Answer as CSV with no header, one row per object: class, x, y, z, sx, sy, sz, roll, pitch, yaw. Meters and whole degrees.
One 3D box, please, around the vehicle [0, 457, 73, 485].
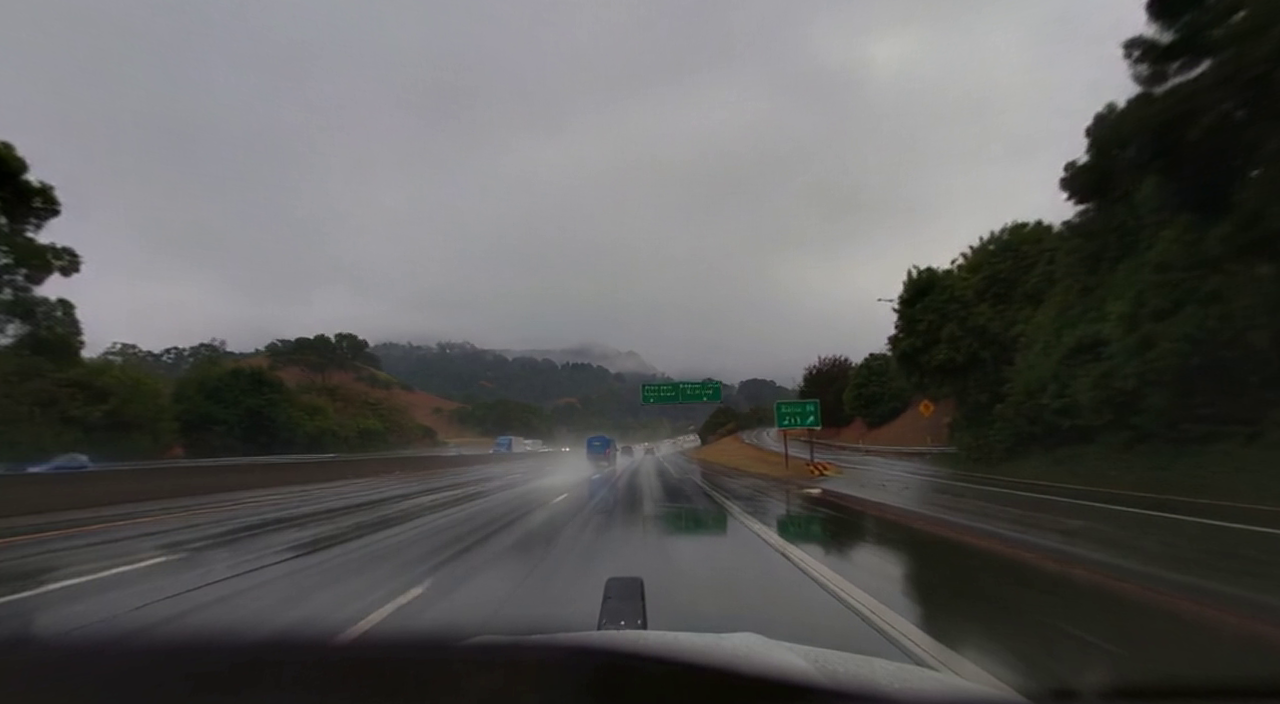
vehicle,-37.663,7.196,38.324,1.868,1.486,4.731,0,-8,-3
